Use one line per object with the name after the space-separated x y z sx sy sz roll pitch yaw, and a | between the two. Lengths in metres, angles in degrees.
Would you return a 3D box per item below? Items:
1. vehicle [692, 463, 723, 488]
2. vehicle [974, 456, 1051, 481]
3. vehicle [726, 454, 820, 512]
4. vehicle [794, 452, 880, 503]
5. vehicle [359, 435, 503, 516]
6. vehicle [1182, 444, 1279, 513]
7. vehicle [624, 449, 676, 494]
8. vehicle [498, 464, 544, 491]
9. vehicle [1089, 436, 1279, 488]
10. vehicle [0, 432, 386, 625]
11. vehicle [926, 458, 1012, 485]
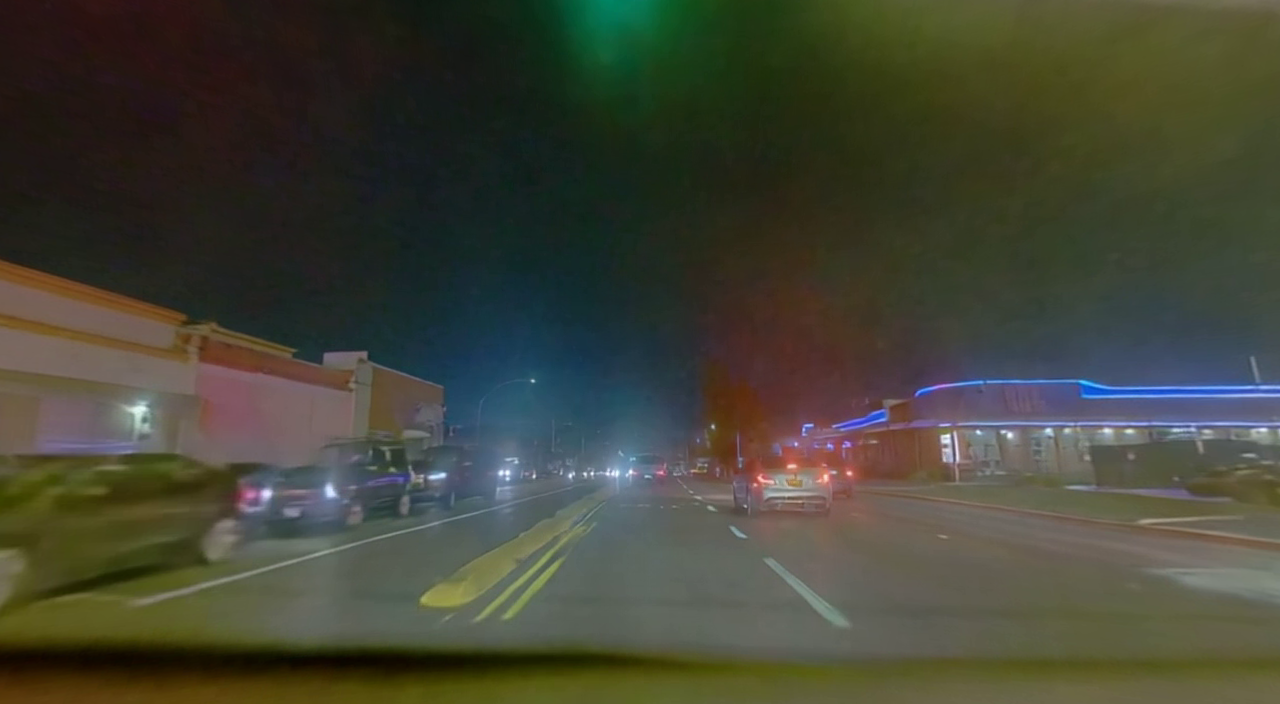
5.316 9.768 49.993 2.036 1.719 4.318 0 -8 1 | vehicle
29.075 9.114 49.354 4.538 1.836 2.180 0 -9 2 | vehicle
3.929 3.923 19.444 1.963 1.484 4.609 0 -8 1 | vehicle
7.592 4.841 24.835 2.040 1.738 4.414 0 -8 1 | vehicle
-5.103 3.058 16.146 2.180 1.646 4.467 -3 -9 0 | vehicle
16.480 3.266 16.747 4.595 1.523 2.293 6 -10 -39 | vehicle
0.508 5.486 29.328 2.210 1.861 4.280 0 -8 2 | vehicle
-7.899 8.368 42.310 1.906 1.519 4.797 0 -8 2 | vehicle
20.908 4.293 24.526 5.333 1.796 2.333 -8 -12 36 | vehicle
-5.083 1.835 7.826 2.041 1.494 4.647 -2 -6 -1 | vehicle
22.635 8.230 43.528 4.718 1.628 2.008 -3 -9 5 | vehicle
